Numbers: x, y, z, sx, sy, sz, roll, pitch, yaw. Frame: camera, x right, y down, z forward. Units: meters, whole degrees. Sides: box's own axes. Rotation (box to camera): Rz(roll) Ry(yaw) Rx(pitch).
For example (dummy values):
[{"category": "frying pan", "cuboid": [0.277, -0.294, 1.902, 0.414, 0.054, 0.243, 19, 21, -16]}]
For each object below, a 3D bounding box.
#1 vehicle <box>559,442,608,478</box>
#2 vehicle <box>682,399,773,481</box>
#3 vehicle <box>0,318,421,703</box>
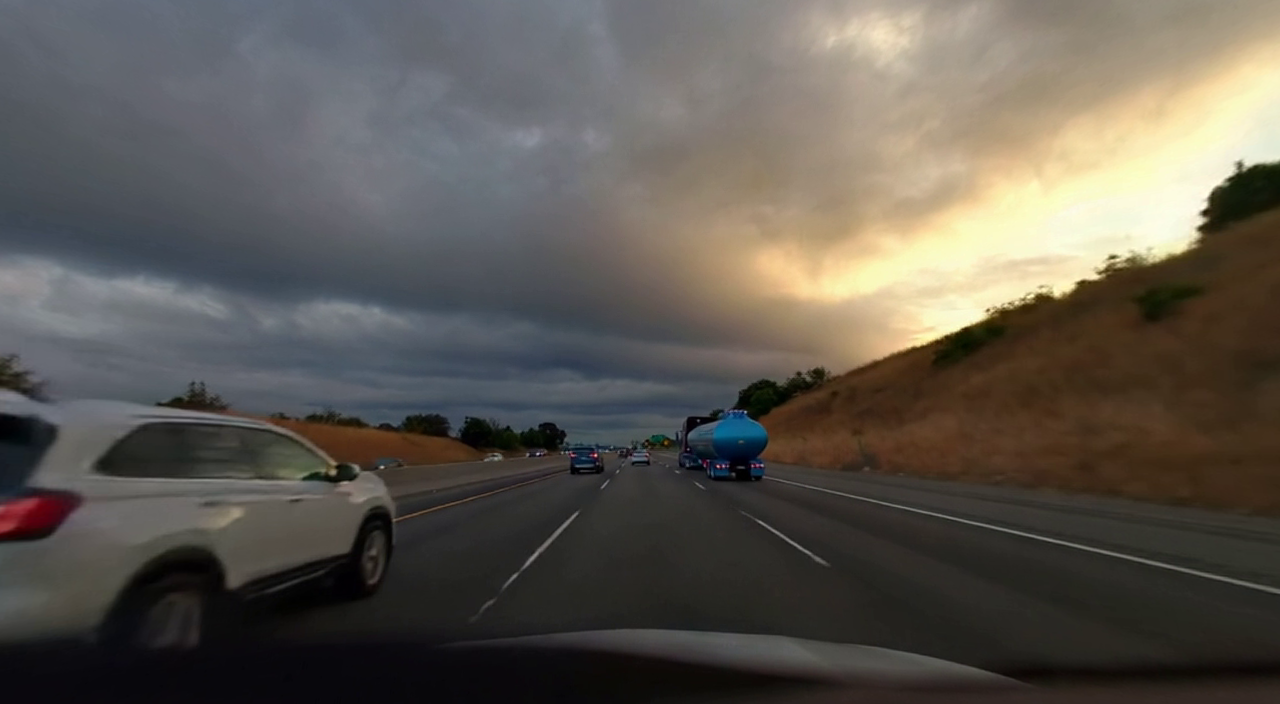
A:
[{"category": "vehicle", "cuboid": [-3.043, 5.926, 34.799, 2.258, 1.805, 4.665, -1, -9, 0]}, {"category": "vehicle", "cuboid": [4.353, 4.983, 35.150, 2.889, 3.606, 13.832, 0, -9, -1]}, {"category": "vehicle", "cuboid": [-3.117, 0.995, 3.423, 2.249, 1.710, 4.580, 0, -9, -1]}]
